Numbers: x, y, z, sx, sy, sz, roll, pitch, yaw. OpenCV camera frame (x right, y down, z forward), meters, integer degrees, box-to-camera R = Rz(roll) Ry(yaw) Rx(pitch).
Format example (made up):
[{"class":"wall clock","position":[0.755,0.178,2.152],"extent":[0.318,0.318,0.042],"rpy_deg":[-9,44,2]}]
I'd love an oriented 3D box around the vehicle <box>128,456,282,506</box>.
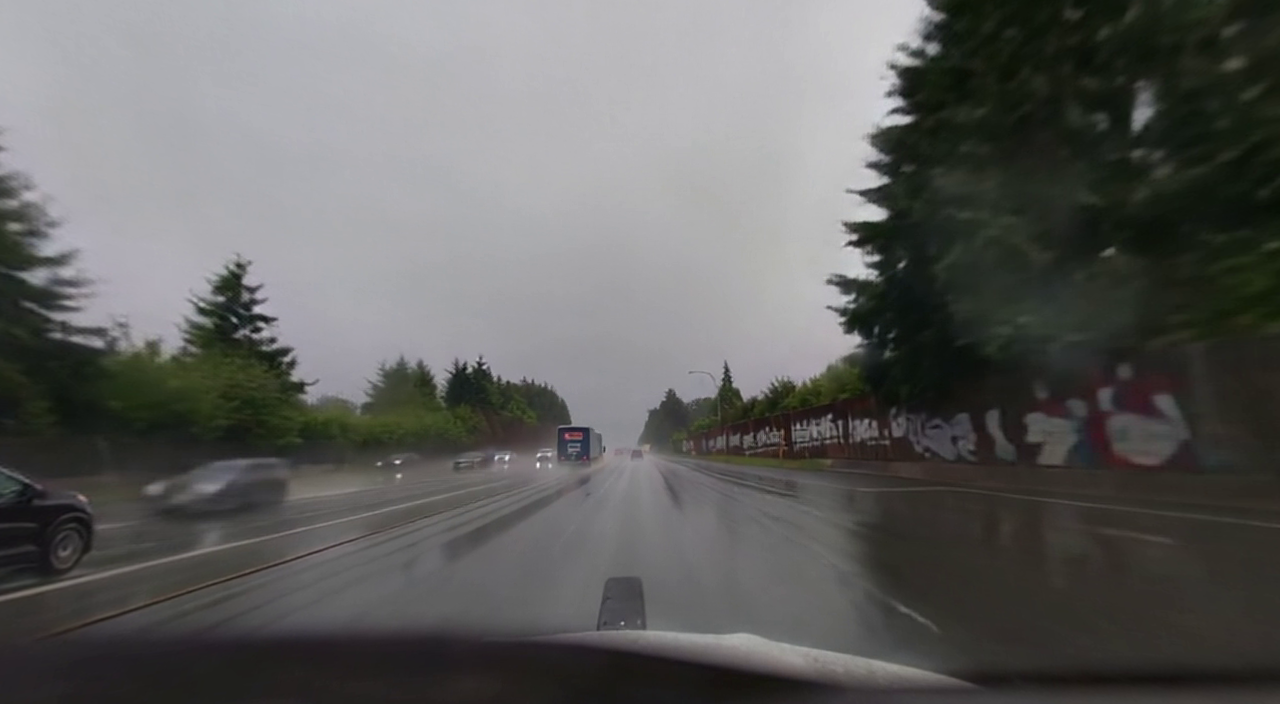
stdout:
[{"class":"vehicle","position":[-14.491,4.273,21.374],"extent":[1.857,1.454,4.534],"rpy_deg":[-1,-9,2]}]

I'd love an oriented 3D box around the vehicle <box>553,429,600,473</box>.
[{"class":"vehicle","position":[-3.849,6.154,39.105],"extent":[2.305,2.517,5.486],"rpy_deg":[0,-9,1]}]
